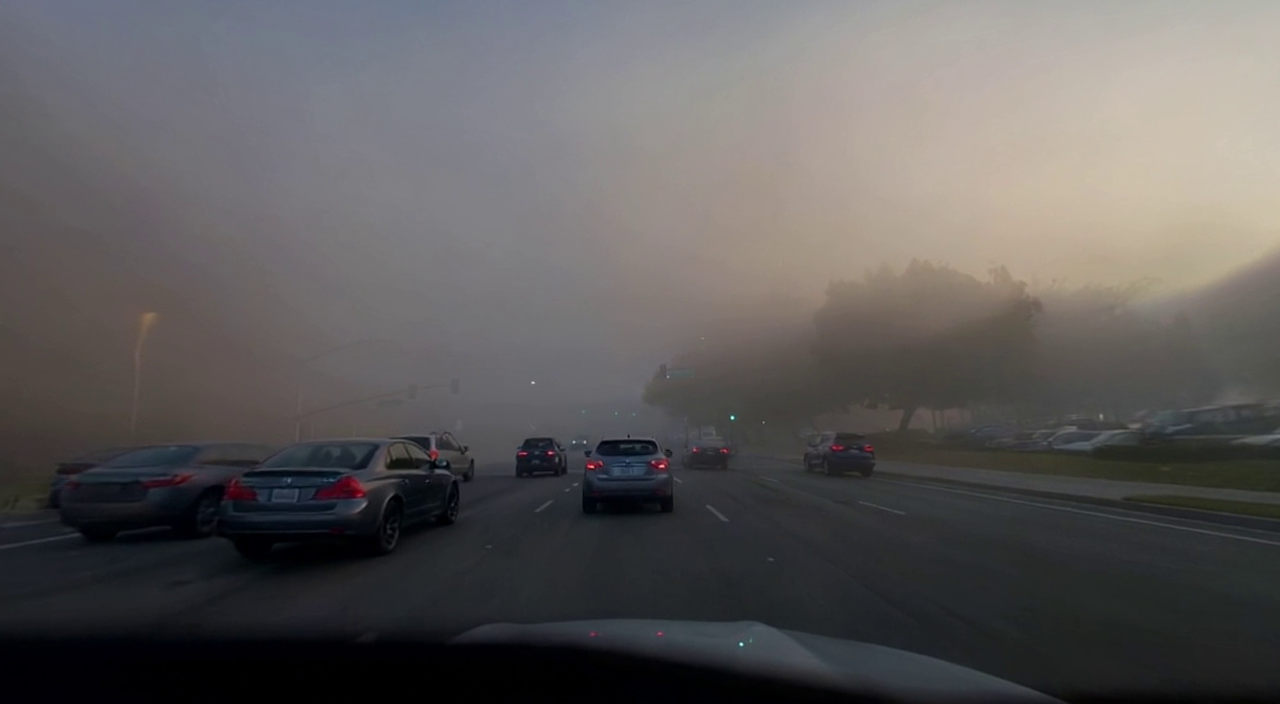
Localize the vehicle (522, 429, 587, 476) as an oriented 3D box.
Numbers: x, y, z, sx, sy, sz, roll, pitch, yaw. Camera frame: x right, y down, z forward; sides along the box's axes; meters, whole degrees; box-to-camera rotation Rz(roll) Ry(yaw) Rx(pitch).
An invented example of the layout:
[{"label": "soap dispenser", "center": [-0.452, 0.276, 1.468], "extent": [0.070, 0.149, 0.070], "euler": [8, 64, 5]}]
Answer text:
[{"label": "vehicle", "center": [-3.567, 4.286, 27.218], "extent": [2.154, 1.801, 5.015], "euler": [0, -8, -1]}]

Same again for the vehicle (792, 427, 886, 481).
[{"label": "vehicle", "center": [6.810, 3.547, 22.147], "extent": [1.889, 1.681, 4.120], "euler": [0, -9, -1]}]

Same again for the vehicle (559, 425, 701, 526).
[{"label": "vehicle", "center": [-0.193, 2.188, 11.738], "extent": [2.161, 1.501, 4.184], "euler": [0, -8, -1]}]

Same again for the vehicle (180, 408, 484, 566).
[{"label": "vehicle", "center": [-3.758, 1.735, 8.830], "extent": [2.009, 1.619, 4.376], "euler": [0, -9, 0]}]

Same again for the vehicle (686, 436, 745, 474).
[{"label": "vehicle", "center": [3.152, 4.421, 27.333], "extent": [1.905, 1.473, 4.183], "euler": [0, -9, -2]}]

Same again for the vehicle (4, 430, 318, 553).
[{"label": "vehicle", "center": [-6.978, 2.033, 9.903], "extent": [1.748, 1.485, 4.090], "euler": [0, -8, -1]}]
